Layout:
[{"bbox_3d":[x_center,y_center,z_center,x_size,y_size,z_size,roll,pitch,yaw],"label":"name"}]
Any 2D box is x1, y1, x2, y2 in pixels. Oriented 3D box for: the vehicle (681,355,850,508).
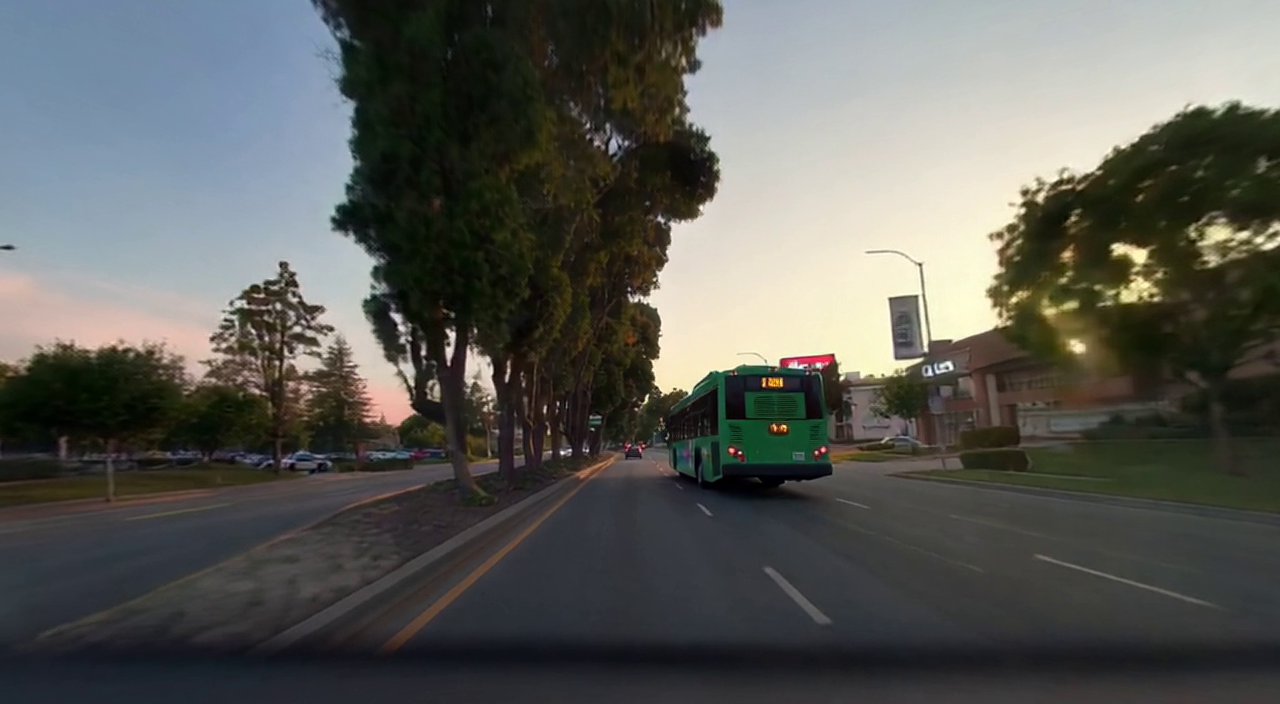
[{"bbox_3d":[3.024,2.387,18.383,2.766,3.306,9.281,0,-8,-2],"label":"vehicle"}]
